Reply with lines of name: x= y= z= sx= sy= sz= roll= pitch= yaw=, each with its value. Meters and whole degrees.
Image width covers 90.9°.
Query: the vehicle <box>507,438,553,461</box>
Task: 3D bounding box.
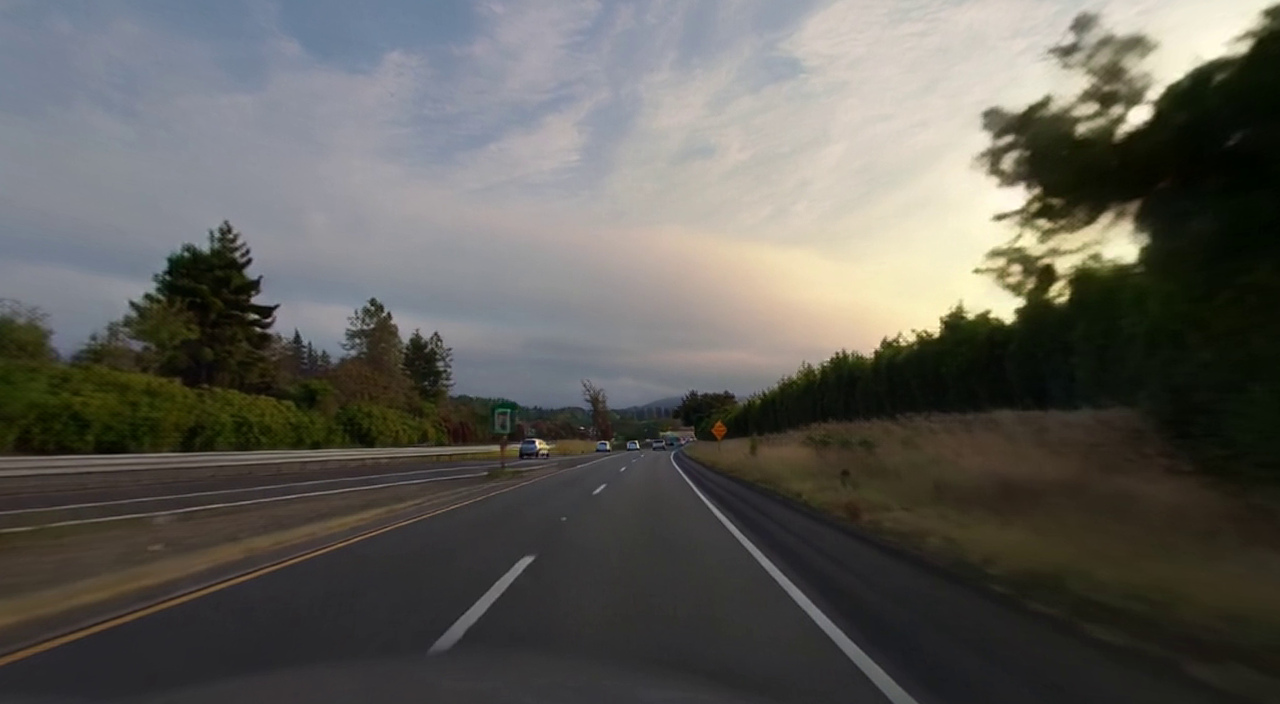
vehicle: x=-8.035 y=7.130 z=46.392 sx=2.141 sy=1.612 sz=3.998 roll=-1 pitch=-8 yaw=9
